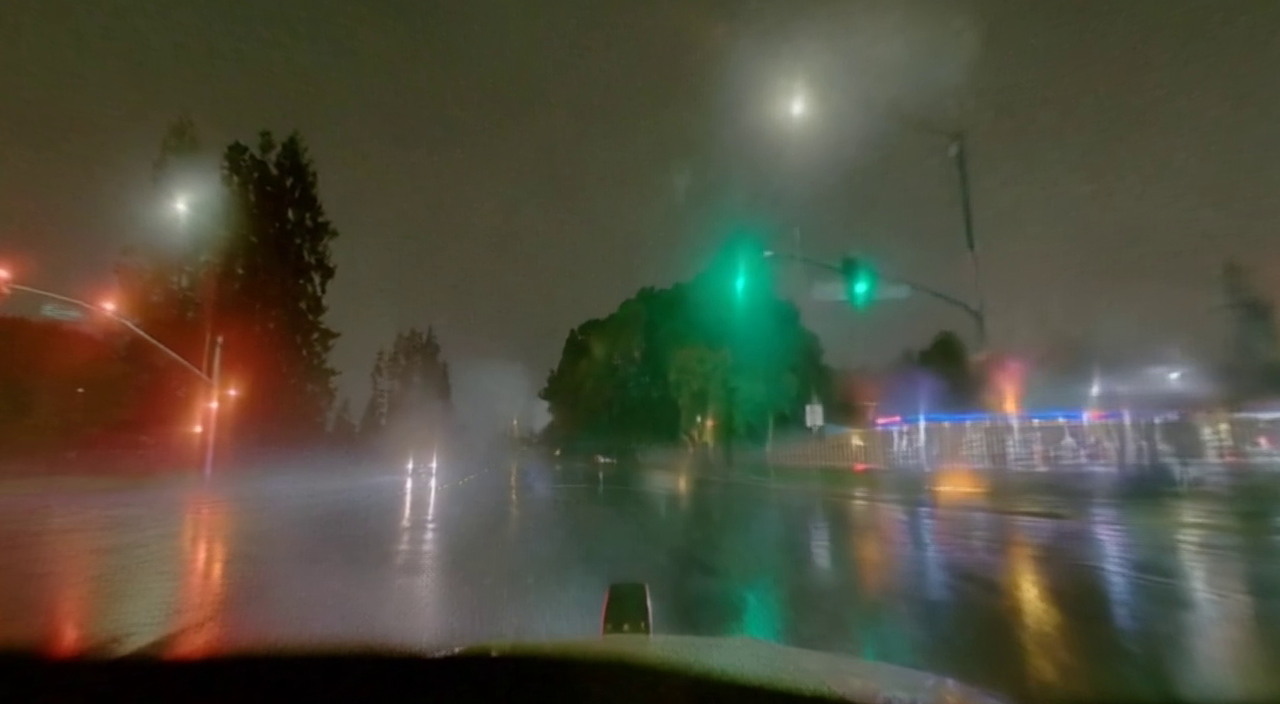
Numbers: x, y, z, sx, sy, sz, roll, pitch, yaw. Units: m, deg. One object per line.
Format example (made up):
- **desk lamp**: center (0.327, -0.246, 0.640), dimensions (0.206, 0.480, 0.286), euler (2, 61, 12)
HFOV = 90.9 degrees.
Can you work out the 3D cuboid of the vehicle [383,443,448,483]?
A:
- **vehicle**: center (-10.221, 5.045, 29.051), dimensions (2.048, 1.670, 4.450), euler (2, -9, -10)
